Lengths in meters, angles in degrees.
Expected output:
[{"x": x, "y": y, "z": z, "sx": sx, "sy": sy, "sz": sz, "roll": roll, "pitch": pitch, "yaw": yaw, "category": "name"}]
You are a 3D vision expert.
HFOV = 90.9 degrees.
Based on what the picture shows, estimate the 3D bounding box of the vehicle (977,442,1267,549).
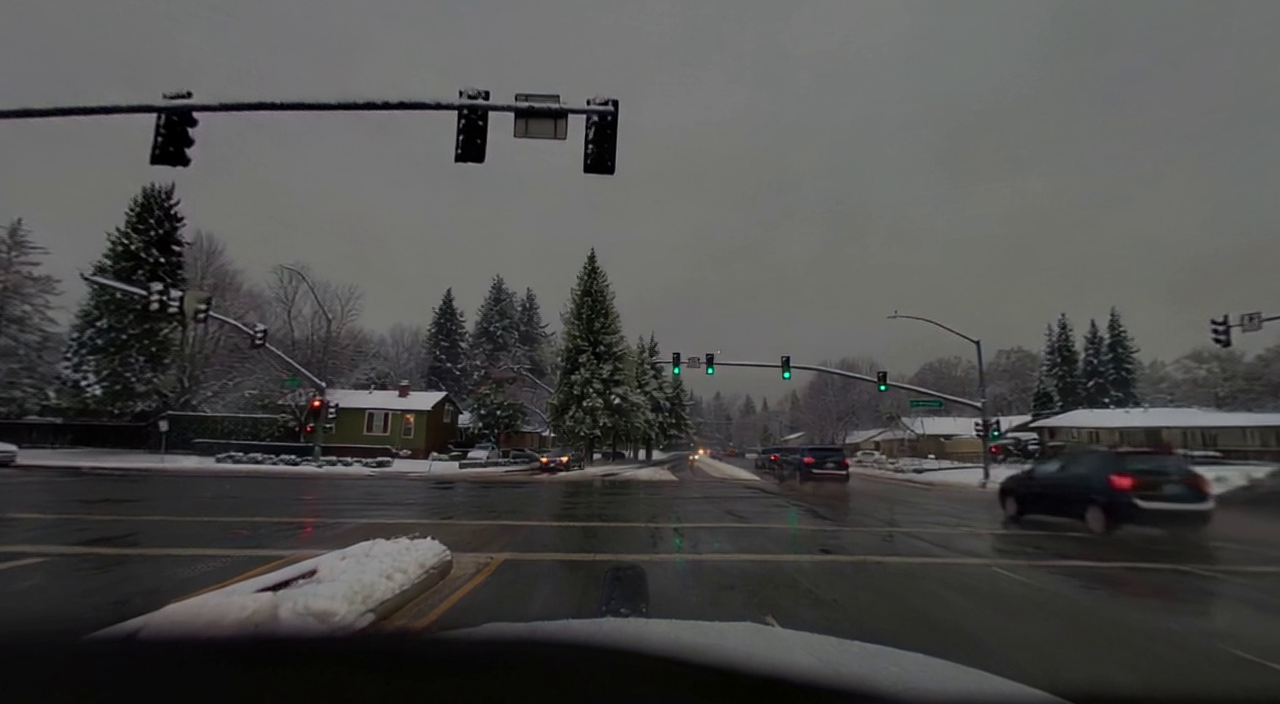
[{"x": 9.404, "y": 2.775, "z": 13.044, "sx": 2.120, "sy": 1.767, "sz": 4.856, "roll": 0, "pitch": -9, "yaw": 0, "category": "vehicle"}]

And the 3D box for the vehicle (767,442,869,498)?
[{"x": 6.366, "y": 4.252, "z": 23.225, "sx": 2.239, "sy": 1.812, "sz": 4.812, "roll": 0, "pitch": -9, "yaw": -1, "category": "vehicle"}]

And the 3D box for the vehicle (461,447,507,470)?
[{"x": -10.950, "y": 7.519, "z": 44.620, "sx": 2.039, "sy": 1.519, "sz": 4.356, "roll": 0, "pitch": -9, "yaw": 1, "category": "vehicle"}]
